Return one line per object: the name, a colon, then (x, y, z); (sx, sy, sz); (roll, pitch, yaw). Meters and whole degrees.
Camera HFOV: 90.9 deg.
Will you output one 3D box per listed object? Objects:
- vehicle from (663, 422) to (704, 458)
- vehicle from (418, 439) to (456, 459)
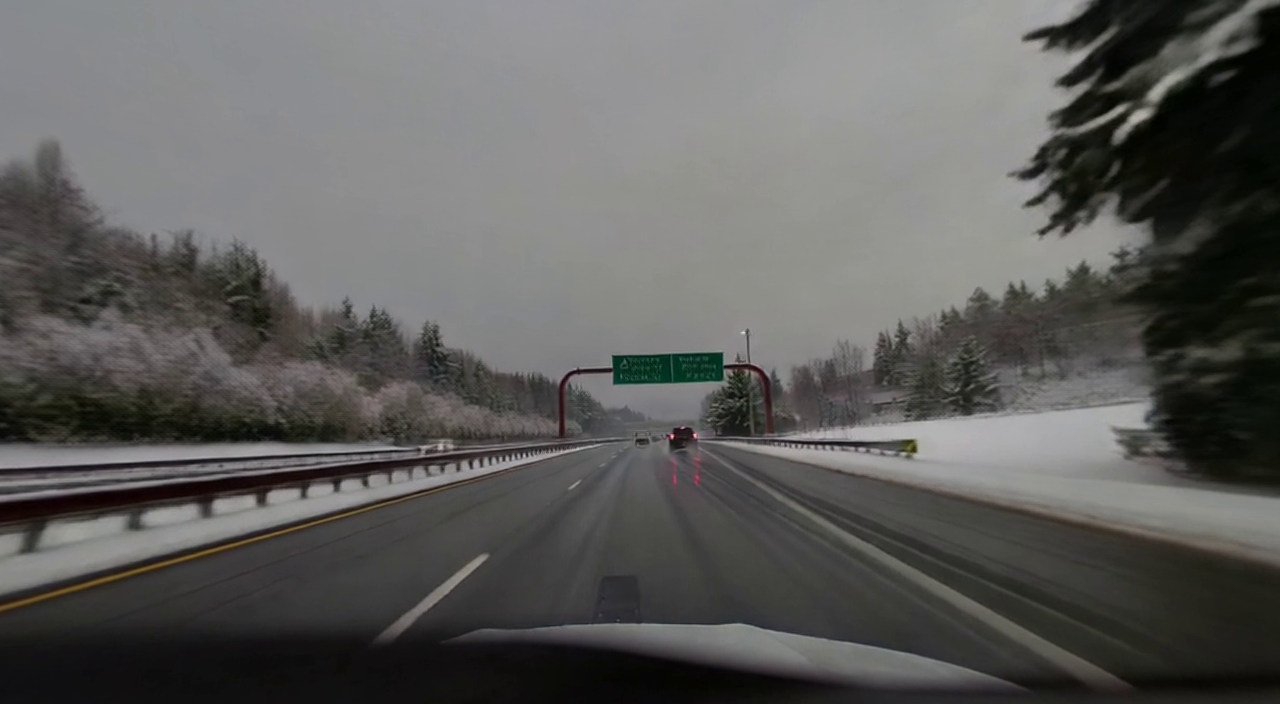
vehicle: (2.894, 6.039, 43.138); (2.450, 2.314, 4.753); (0, -8, 0)
vehicle: (-15.441, 7.401, 48.074); (1.727, 1.439, 3.695); (0, -8, -1)
